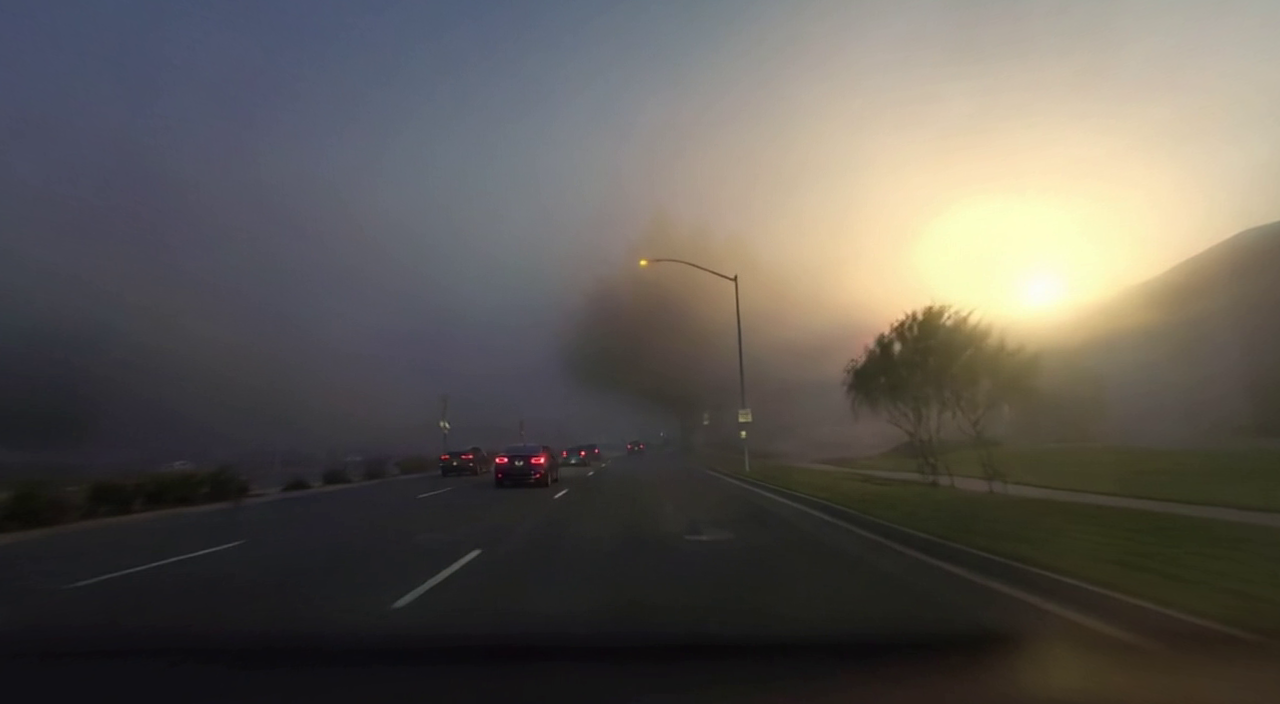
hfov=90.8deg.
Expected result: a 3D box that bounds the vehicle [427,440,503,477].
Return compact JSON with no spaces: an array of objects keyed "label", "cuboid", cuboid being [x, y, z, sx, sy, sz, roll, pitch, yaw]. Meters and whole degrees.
[{"label":"vehicle","cuboid":[-7.674,4.719,28.183,1.976,1.497,4.709,0,-8,1]}]

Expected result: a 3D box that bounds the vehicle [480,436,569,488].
[{"label":"vehicle","cuboid":[-3.595,3.534,20.580,2.011,1.483,4.596,0,-8,1]}]
